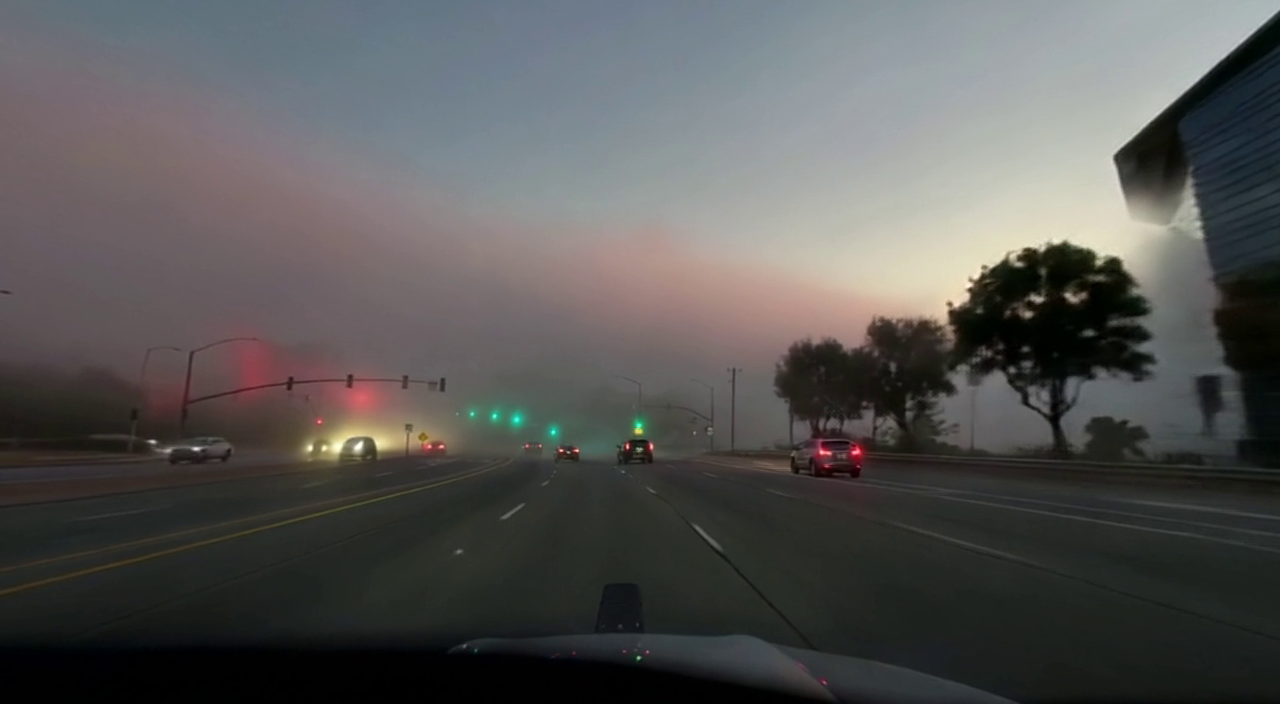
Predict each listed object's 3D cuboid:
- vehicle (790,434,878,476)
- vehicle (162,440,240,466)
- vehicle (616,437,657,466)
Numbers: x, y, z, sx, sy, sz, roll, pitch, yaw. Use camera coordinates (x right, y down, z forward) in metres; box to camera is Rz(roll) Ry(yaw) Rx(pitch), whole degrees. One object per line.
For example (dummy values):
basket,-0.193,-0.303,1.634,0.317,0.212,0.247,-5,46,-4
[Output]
vehicle,8.637,4.614,28.587,2.130,1.741,4.665,1,-8,-5
vehicle,-27.490,6.343,39.766,2.006,1.506,4.769,1,-9,-8
vehicle,-0.296,6.289,40.128,2.024,1.724,3.928,1,-9,-9
